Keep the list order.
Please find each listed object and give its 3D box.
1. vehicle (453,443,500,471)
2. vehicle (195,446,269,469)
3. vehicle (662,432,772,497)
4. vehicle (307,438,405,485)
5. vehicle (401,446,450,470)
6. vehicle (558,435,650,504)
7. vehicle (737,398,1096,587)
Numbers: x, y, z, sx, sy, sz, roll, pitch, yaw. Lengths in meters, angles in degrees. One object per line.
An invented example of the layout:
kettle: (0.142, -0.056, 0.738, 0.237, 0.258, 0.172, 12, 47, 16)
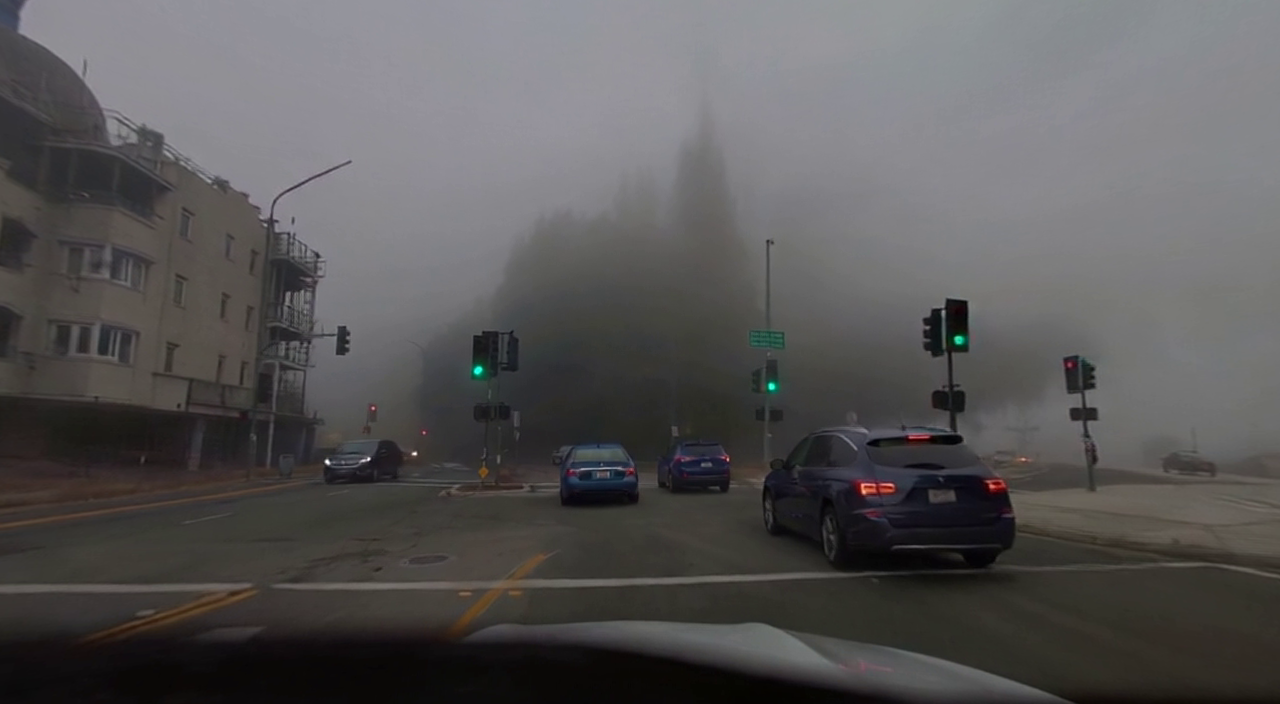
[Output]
vehicle: (-10.104, 6.518, 39.305, 2.092, 1.629, 4.133, 0, -9, -5)
vehicle: (-27.447, 7.060, 42.406, 4.653, 1.459, 2.228, -4, -10, 30)
vehicle: (2.173, 3.356, 19.188, 2.103, 1.710, 4.396, 1, -9, -10)
vehicle: (-11.414, 4.409, 25.742, 2.303, 1.692, 4.571, 1, -9, -6)
vehicle: (-14.223, 7.036, 42.042, 2.013, 1.466, 4.430, 0, -9, -5)
vehicle: (-1.100, 3.124, 17.166, 2.132, 1.632, 3.889, 1, -9, -9)
vehicle: (3.060, 1.706, 8.544, 2.320, 1.772, 4.872, 0, -9, -5)
